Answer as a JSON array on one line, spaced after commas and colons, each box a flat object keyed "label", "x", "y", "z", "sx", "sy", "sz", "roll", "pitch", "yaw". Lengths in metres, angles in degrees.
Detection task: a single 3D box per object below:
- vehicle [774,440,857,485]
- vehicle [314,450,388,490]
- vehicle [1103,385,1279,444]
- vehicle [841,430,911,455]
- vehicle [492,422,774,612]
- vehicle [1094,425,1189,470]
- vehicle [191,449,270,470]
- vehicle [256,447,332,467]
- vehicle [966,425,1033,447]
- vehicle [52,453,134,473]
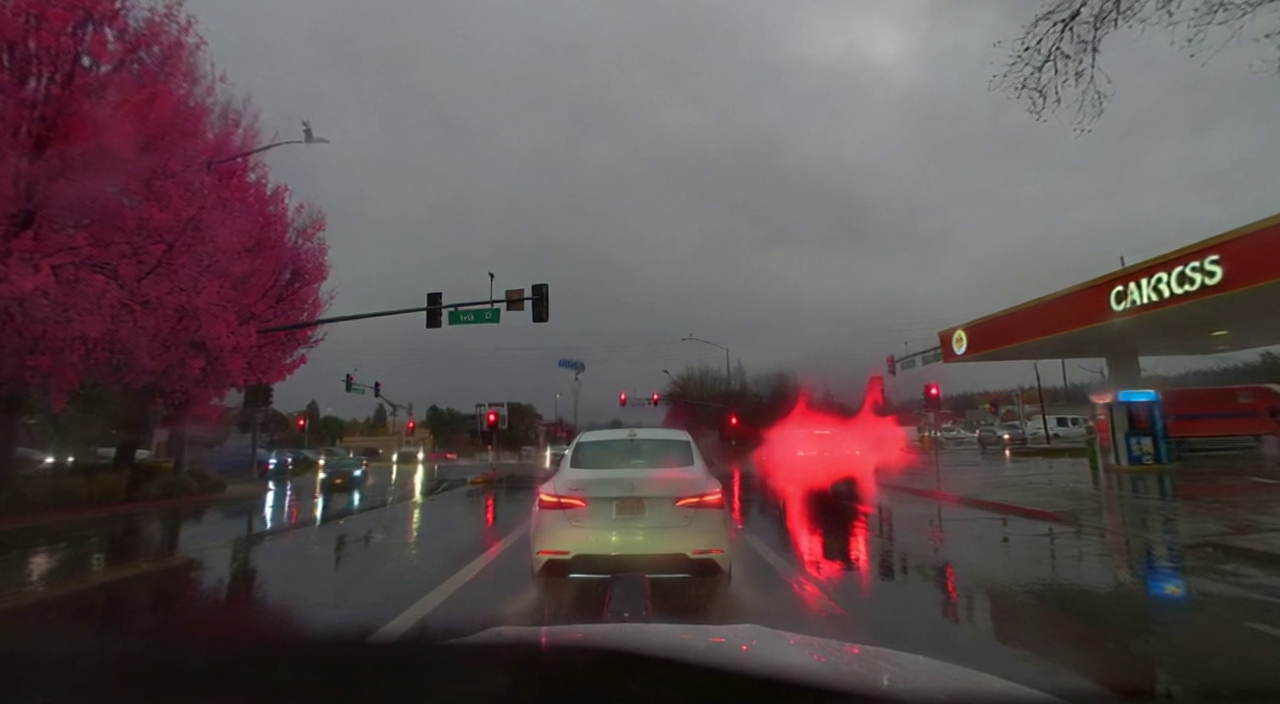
[{"label": "vehicle", "x": 6.537, "y": 4.145, "z": 24.022, "sx": 1.942, "sy": 1.511, "sz": 4.390, "roll": 0, "pitch": -8, "yaw": 0}, {"label": "vehicle", "x": -11.910, "y": 4.839, "z": 26.312, "sx": 1.944, "sy": 1.465, "sz": 4.609, "roll": 2, "pitch": -9, "yaw": -14}, {"label": "vehicle", "x": 38.191, "y": 4.356, "z": 43.346, "sx": 10.890, "sy": 3.868, "sz": 3.021, "roll": 1, "pitch": -8, "yaw": -9}, {"label": "vehicle", "x": 18.298, "y": 7.032, "z": 49.010, "sx": 4.656, "sy": 1.605, "sz": 1.942, "roll": -3, "pitch": -8, "yaw": 4}, {"label": "vehicle", "x": -0.070, "y": 1.604, "z": 7.074, "sx": 2.213, "sy": 1.482, "sz": 4.057, "roll": 0, "pitch": -8, "yaw": 0}, {"label": "vehicle", "x": 18.579, "y": 3.514, "z": 23.275, "sx": 4.300, "sy": 1.495, "sz": 2.053, "roll": 8, "pitch": -11, "yaw": -43}, {"label": "vehicle", "x": -29.418, "y": 7.744, "z": 45.300, "sx": 4.466, "sy": 1.438, "sz": 1.837, "roll": -1, "pitch": -8, "yaw": 5}, {"label": "vehicle", "x": -26.734, "y": 8.108, "z": 48.789, "sx": 4.806, "sy": 1.472, "sz": 1.886, "roll": -1, "pitch": -8, "yaw": 5}, {"label": "vehicle", "x": 27.312, "y": 6.436, "z": 47.984, "sx": 3.968, "sy": 1.572, "sz": 1.740, "roll": 0, "pitch": -9, "yaw": 4}, {"label": "vehicle", "x": -40.158, "y": 8.125, "z": 46.300, "sx": 4.511, "sy": 1.407, "sz": 1.764, "roll": -1, "pitch": -8, "yaw": 4}]
